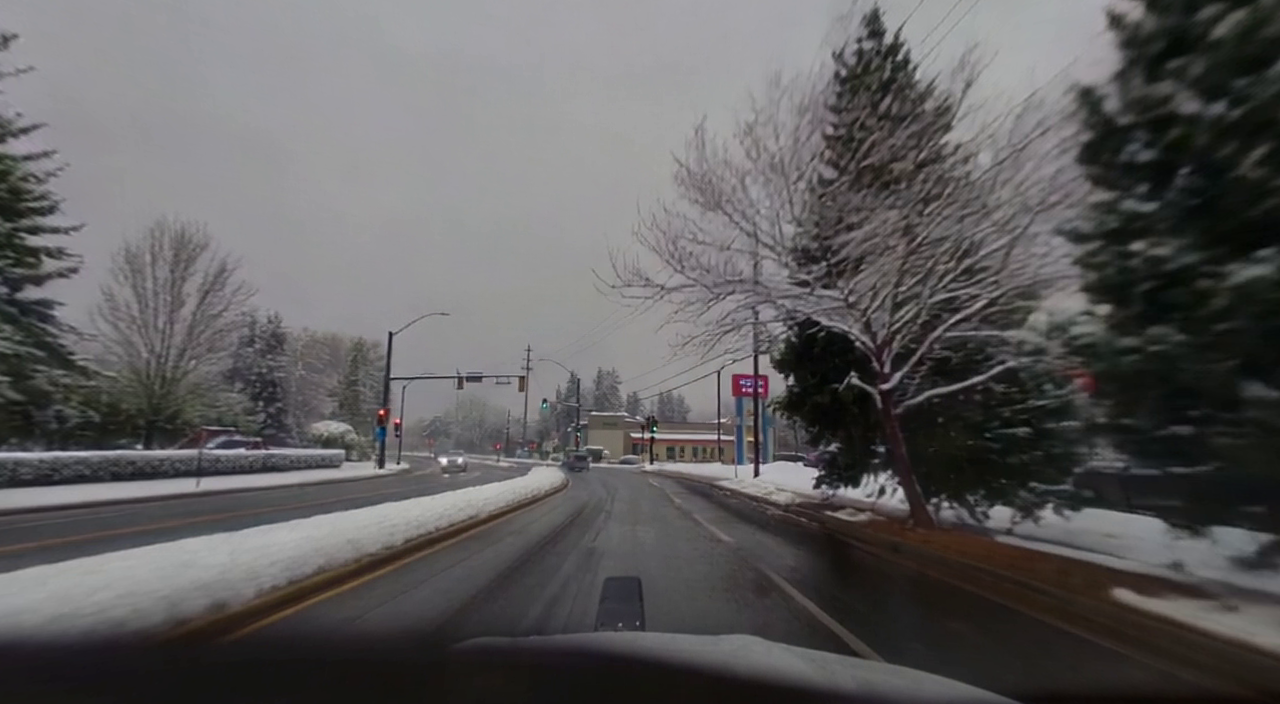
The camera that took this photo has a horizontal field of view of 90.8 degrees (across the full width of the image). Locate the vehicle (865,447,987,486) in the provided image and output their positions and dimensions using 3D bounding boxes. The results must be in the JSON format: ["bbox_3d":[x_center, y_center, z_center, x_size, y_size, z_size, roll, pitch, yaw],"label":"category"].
[{"bbox_3d":[13.999,5.633,31.171,4.996,1.720,2.027,1,-8,2],"label":"vehicle"}]

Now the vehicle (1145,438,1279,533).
[{"bbox_3d":[13.873,2.992,14.550,2.086,1.845,4.694,-4,-11,22],"label":"vehicle"}]
